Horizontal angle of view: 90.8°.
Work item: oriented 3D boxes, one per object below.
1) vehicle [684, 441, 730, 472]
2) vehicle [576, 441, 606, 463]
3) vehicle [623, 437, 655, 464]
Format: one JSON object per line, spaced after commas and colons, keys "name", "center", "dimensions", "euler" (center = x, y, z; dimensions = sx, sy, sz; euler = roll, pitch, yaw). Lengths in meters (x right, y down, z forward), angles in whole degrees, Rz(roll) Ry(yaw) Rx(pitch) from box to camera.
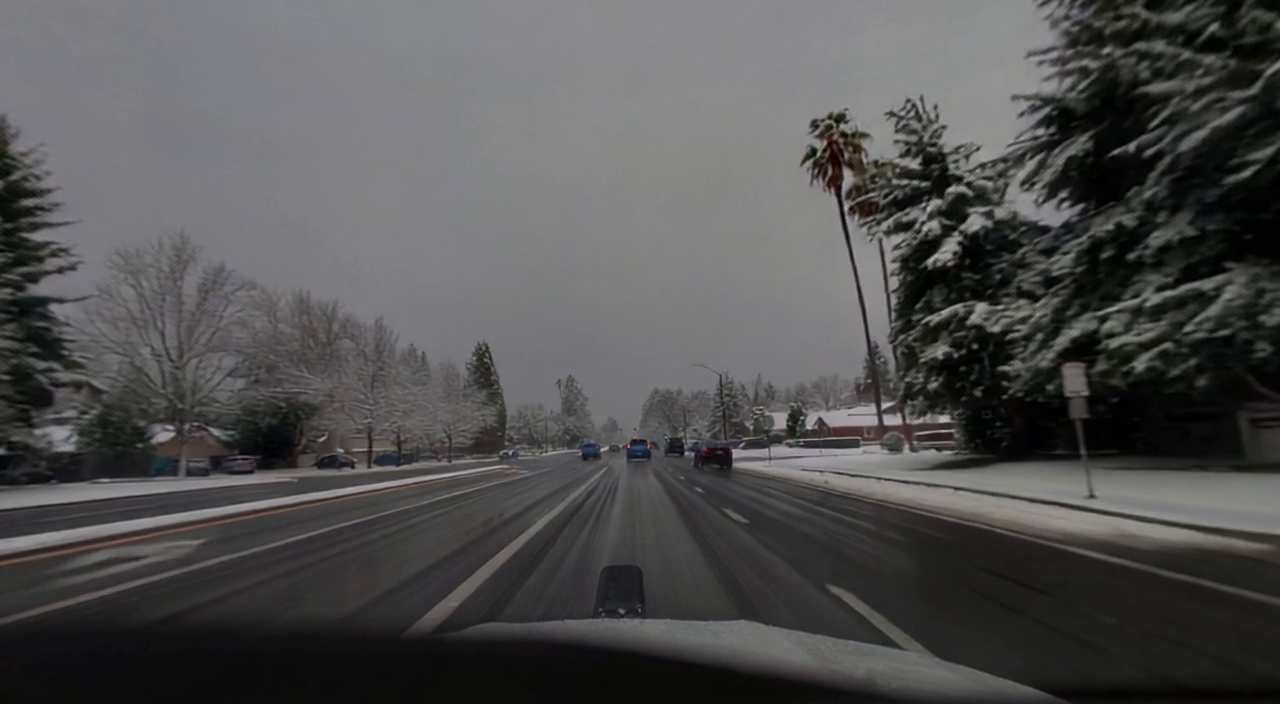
{"name": "vehicle", "center": [3.367, 5.336, 32.558], "dimensions": [1.830, 1.451, 4.009], "euler": [0, -8, -2]}
{"name": "vehicle", "center": [-3.686, 7.564, 48.104], "dimensions": [2.000, 1.569, 3.794], "euler": [0, -8, -1]}
{"name": "vehicle", "center": [-0.114, 6.740, 43.259], "dimensions": [2.043, 1.734, 4.253], "euler": [0, -8, -1]}
